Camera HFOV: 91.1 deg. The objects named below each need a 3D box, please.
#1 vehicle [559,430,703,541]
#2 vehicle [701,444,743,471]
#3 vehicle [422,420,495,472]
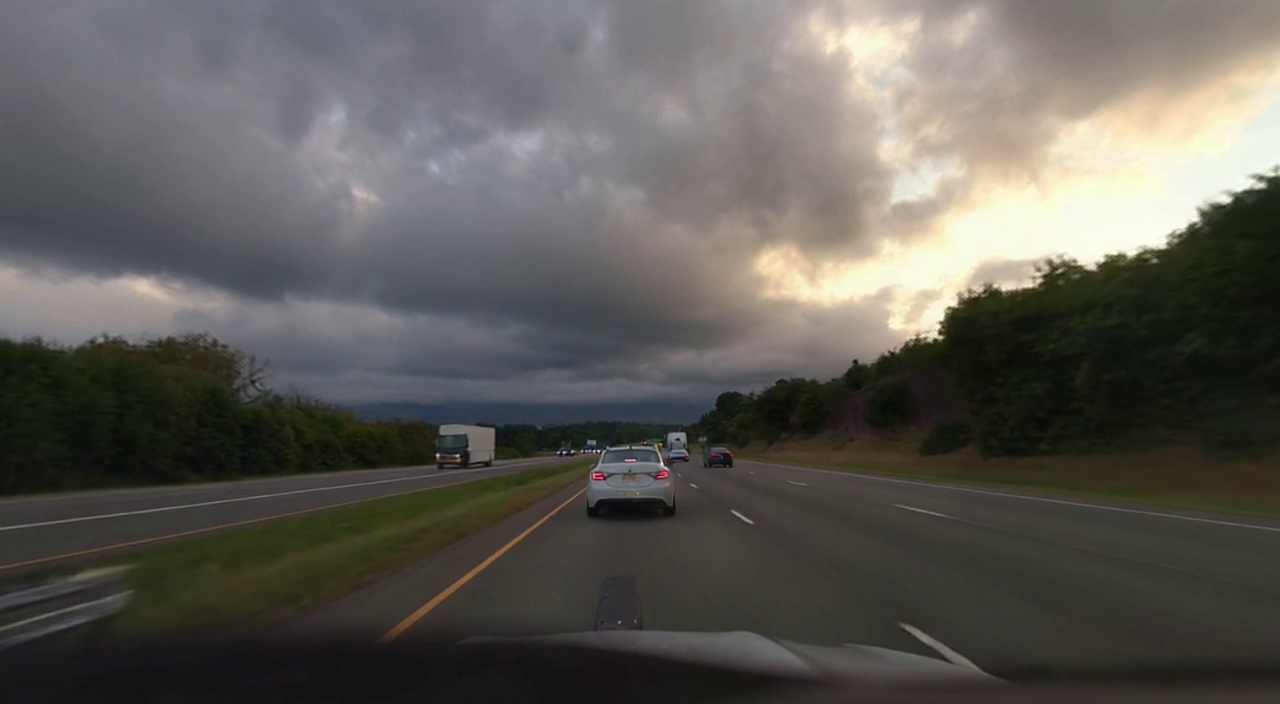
[{"bbox_3d":[-0.159,2.229,11.044,2.088,1.580,3.657,0,-9,-1],"label":"vehicle"},{"bbox_3d":[4.863,6.315,37.681,1.931,1.516,3.995,0,-9,0],"label":"vehicle"},{"bbox_3d":[-13.044,6.890,45.942,2.757,3.414,7.910,-1,-9,1],"label":"vehicle"}]
